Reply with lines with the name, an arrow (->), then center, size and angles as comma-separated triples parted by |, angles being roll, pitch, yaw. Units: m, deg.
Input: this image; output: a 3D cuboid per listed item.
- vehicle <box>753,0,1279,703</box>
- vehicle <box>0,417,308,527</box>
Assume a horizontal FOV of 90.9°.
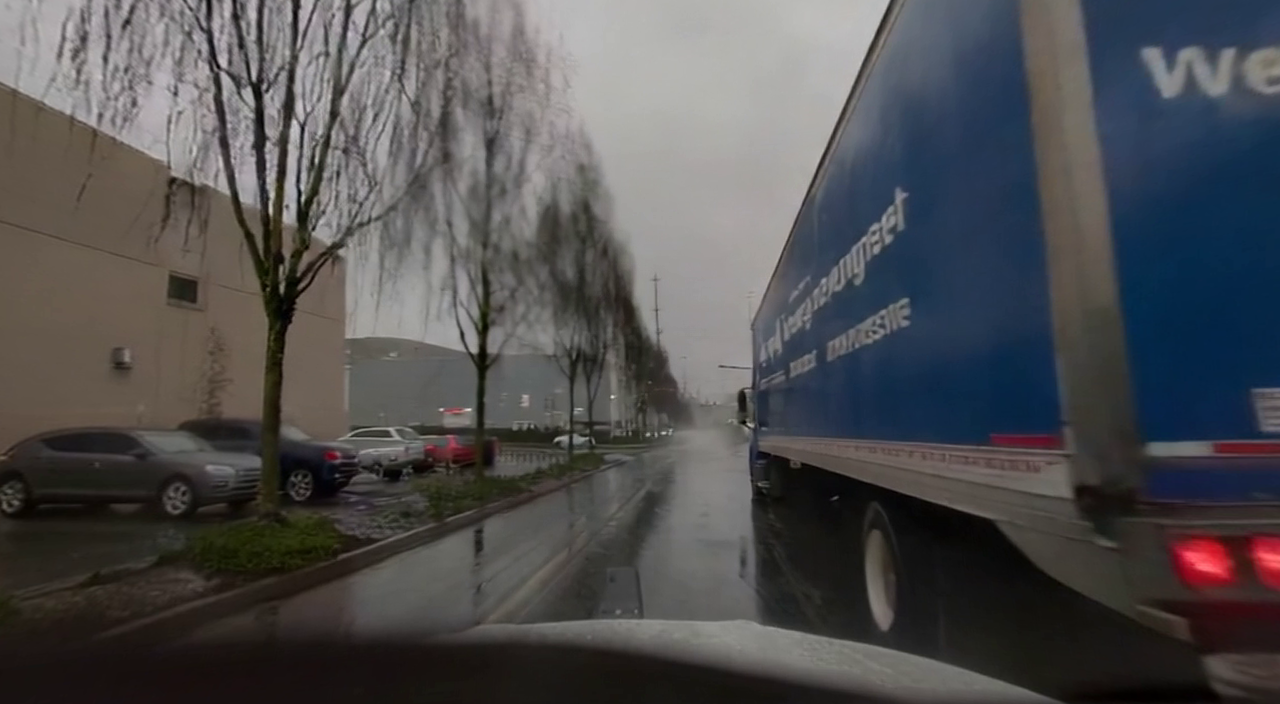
vehicle -> 3.509, 0.433, 8.181 | 2.865, 4.113, 14.471 | -1, -8, 6
vehicle -> -7.578, 1.763, 9.543 | 4.015, 1.461, 1.903 | -1, -8, 2
